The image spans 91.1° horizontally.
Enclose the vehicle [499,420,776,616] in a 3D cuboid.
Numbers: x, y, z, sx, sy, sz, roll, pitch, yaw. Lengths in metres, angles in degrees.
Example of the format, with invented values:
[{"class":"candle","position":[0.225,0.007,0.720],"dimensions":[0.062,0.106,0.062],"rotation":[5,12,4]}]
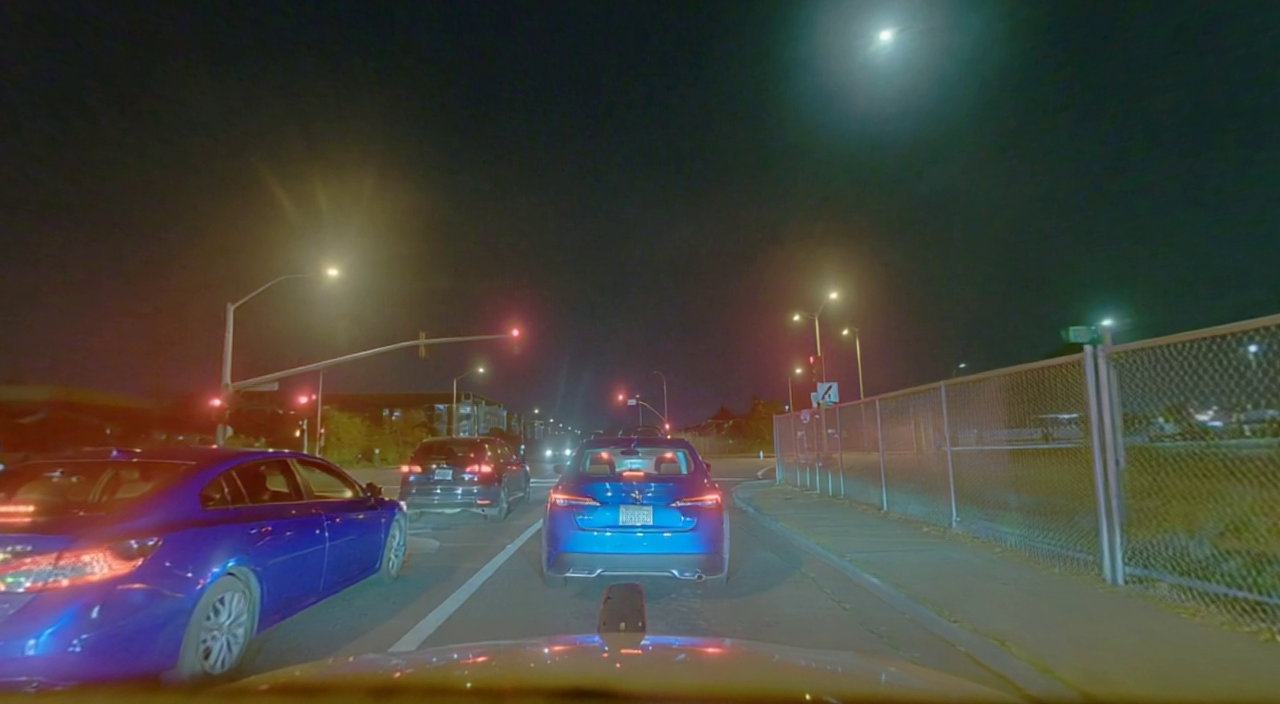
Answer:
[{"class":"vehicle","position":[-0.014,1.602,6.984],"dimensions":[2.144,1.514,4.063],"rotation":[0,-9,0]}]

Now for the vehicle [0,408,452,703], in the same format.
[{"class":"vehicle","position":[-3.206,1.320,4.868],"dimensions":[1.971,1.488,4.581],"rotation":[0,-9,1]}]
